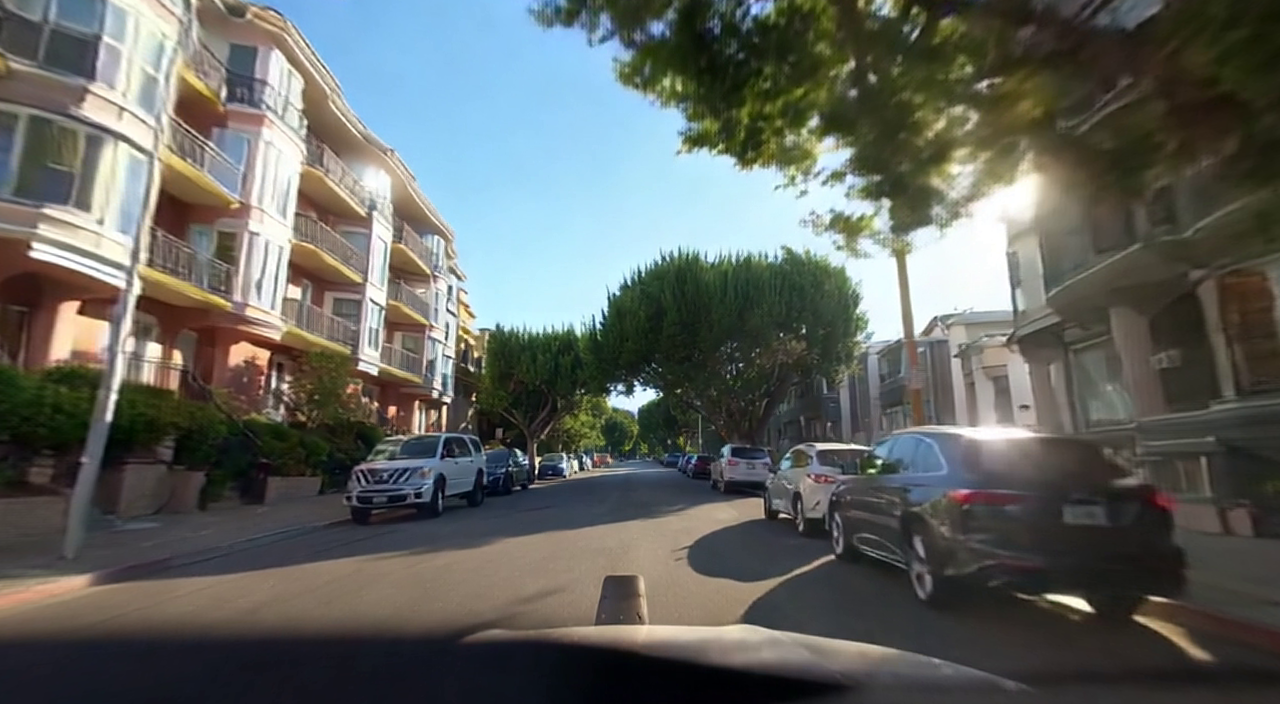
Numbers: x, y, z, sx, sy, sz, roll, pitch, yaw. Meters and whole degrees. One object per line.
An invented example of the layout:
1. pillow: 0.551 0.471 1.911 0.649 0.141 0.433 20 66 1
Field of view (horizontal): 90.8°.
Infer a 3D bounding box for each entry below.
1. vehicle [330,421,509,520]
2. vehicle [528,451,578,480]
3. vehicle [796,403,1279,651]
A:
1. vehicle: -5.556 3.160 17.095 2.596 2.152 5.689 -1 -10 2
2. vehicle: -5.467 7.193 40.417 2.222 1.735 5.215 0 -9 2
3. vehicle: 3.531 1.668 7.215 2.216 1.790 5.077 0 -9 0
